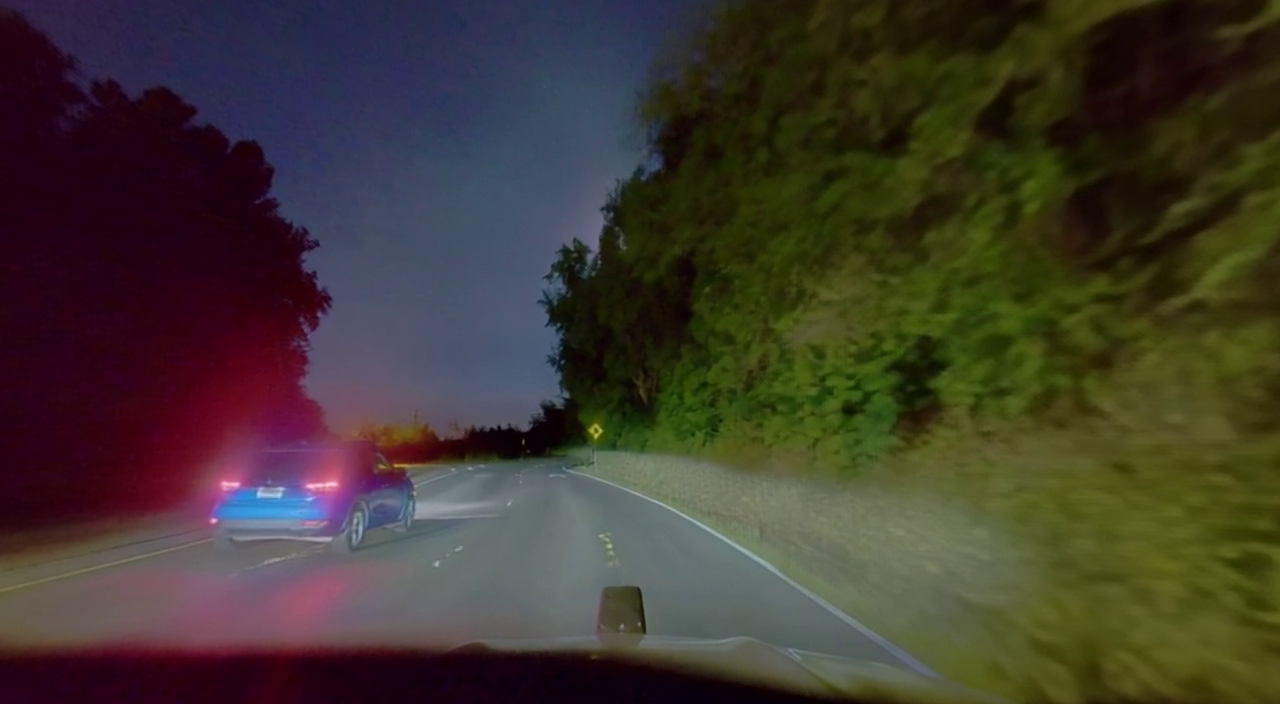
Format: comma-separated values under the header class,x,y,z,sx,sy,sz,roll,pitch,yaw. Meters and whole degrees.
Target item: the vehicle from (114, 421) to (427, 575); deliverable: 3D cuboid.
class,x,y,z,sx,sy,sz,roll,pitch,yaw
vehicle,-4.600,1.863,8.748,2.078,1.607,3.959,0,-9,-3
